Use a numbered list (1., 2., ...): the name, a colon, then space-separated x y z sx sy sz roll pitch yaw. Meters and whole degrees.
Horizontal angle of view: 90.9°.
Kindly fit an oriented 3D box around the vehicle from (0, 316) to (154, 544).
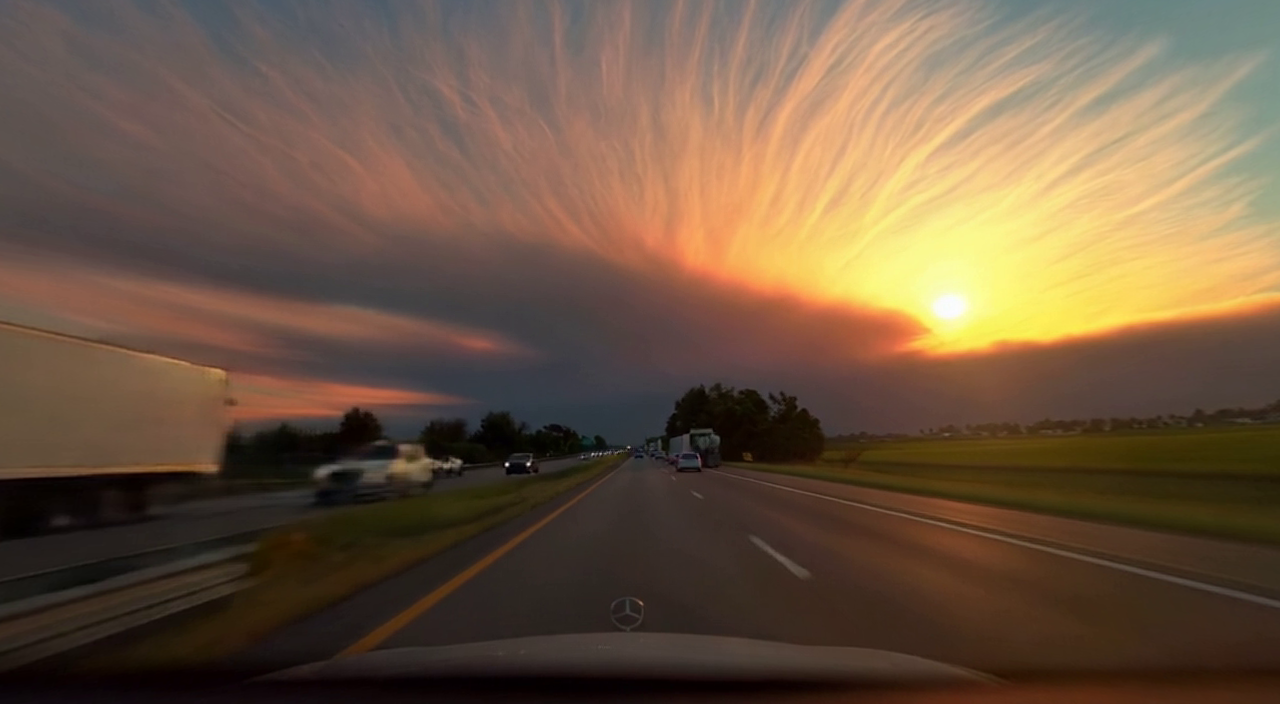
1. vehicle: -13.229 1.061 9.127 3.428 4.062 11.018 0 -9 1

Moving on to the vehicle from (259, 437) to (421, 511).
1. vehicle: -8.507 3.508 18.583 2.140 1.850 5.186 0 -9 1

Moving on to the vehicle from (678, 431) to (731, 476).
1. vehicle: 3.843 6.211 38.620 2.472 2.562 5.594 0 -9 -2

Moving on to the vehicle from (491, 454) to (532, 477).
1. vehicle: -9.097 8.033 44.847 1.989 1.540 4.178 0 -9 1

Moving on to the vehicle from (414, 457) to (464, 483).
1. vehicle: -12.542 7.363 39.560 1.841 1.447 3.943 0 -9 0
